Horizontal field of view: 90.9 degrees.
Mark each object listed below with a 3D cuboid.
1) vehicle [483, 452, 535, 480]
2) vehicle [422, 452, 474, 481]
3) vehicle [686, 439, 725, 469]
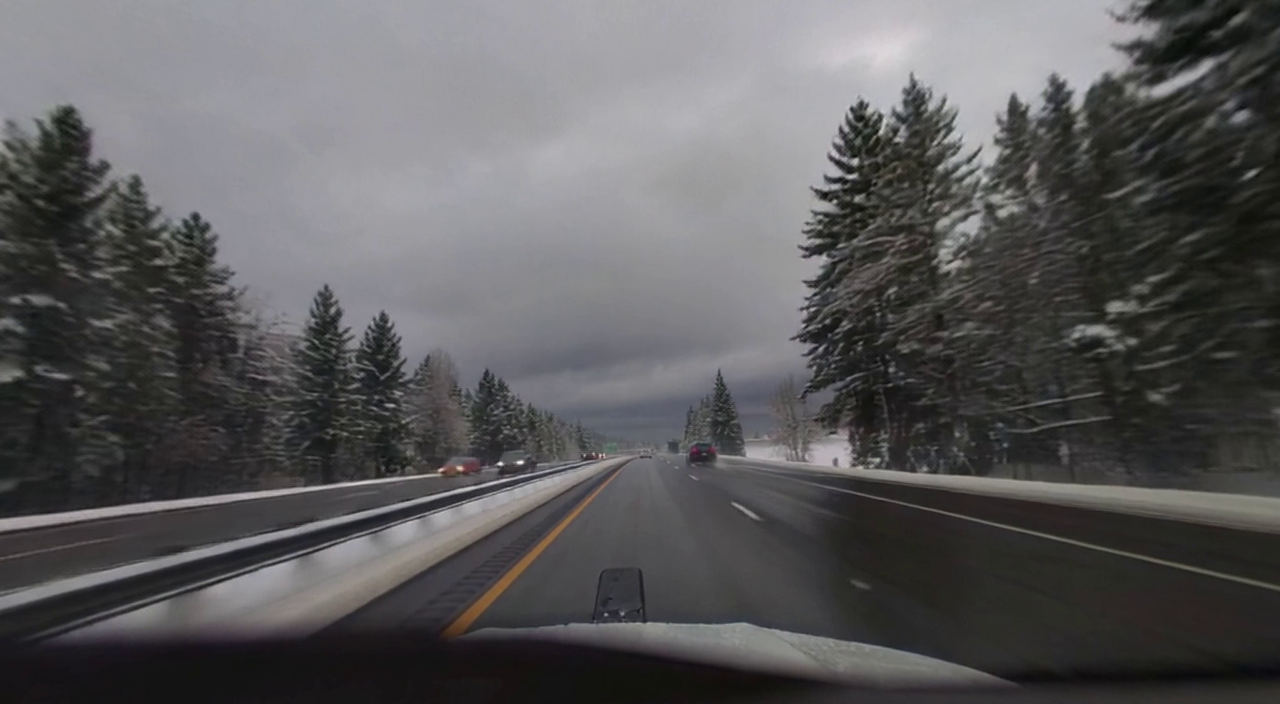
[{"bbox_3d":[-7.662,6.693,37.334,1.971,1.514,4.586,0,-9,1],"label":"vehicle"},{"bbox_3d":[-12.509,7.457,41.301,1.914,1.702,4.605,0,-9,1],"label":"vehicle"},{"bbox_3d":[4.619,7.267,45.134,2.189,2.007,4.872,0,-9,-1],"label":"vehicle"}]
